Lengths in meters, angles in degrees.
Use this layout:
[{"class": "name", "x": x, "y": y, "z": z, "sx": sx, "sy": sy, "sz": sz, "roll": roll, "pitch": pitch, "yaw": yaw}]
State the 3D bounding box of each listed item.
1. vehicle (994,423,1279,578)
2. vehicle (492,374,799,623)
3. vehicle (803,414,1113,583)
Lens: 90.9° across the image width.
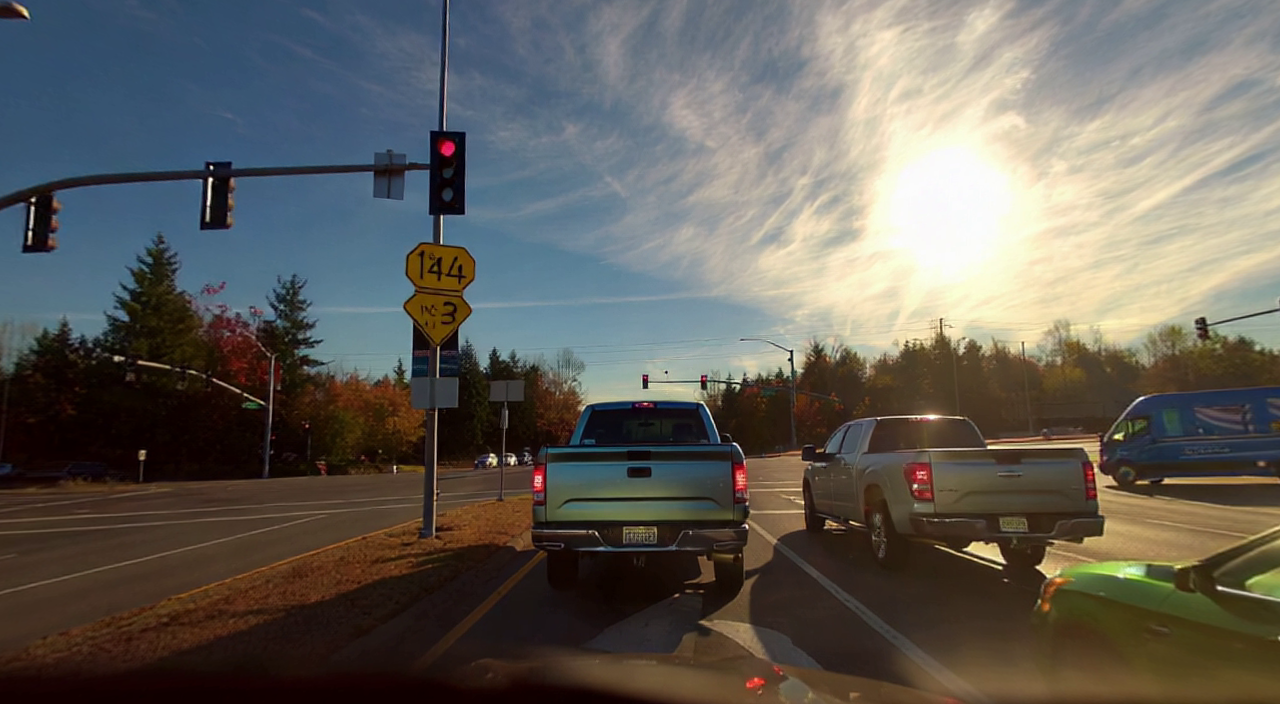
[{"class": "vehicle", "x": 6.866, "y": 1.740, "z": 8.244, "sx": 1.973, "sy": 1.470, "sz": 4.228, "roll": 0, "pitch": -8, "yaw": 0}, {"class": "vehicle", "x": 0.083, "y": 1.474, "z": 7.355, "sx": 2.326, "sy": 1.880, "sz": 4.964, "roll": 0, "pitch": -8, "yaw": 1}, {"class": "vehicle", "x": 3.604, "y": 1.717, "z": 8.174, "sx": 1.981, "sy": 1.616, "sz": 4.006, "roll": 0, "pitch": -8, "yaw": 1}]
